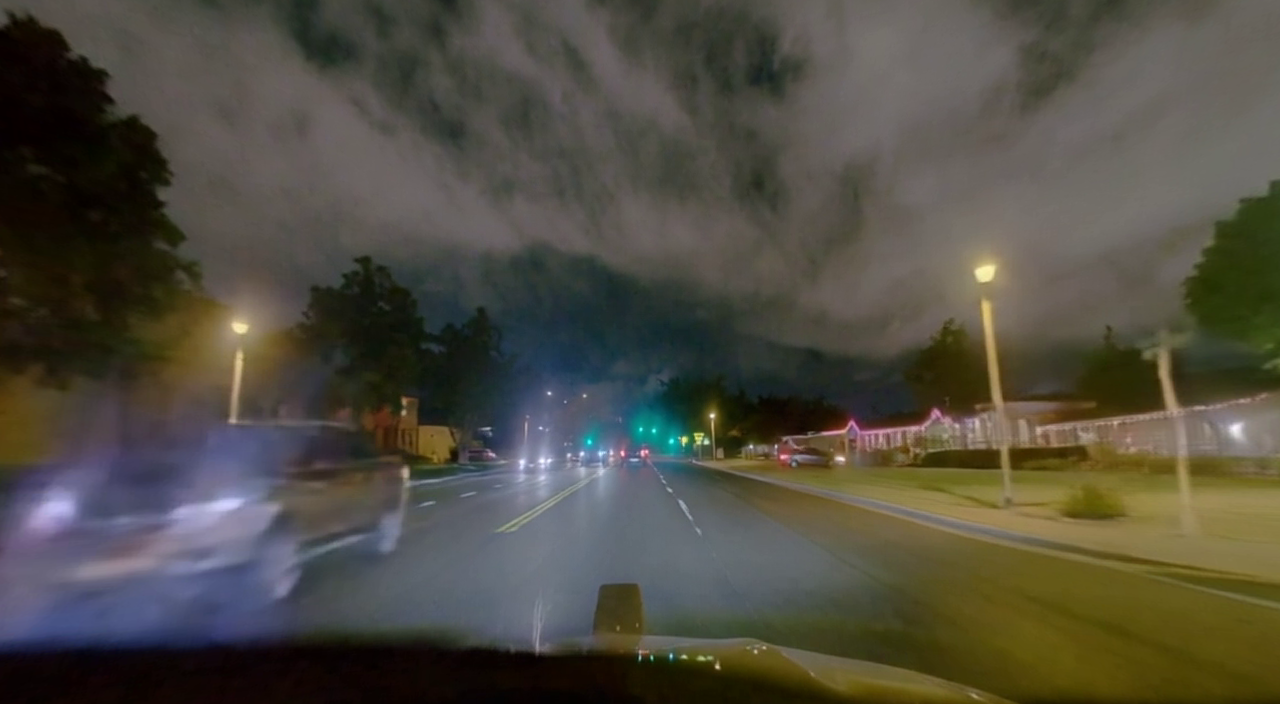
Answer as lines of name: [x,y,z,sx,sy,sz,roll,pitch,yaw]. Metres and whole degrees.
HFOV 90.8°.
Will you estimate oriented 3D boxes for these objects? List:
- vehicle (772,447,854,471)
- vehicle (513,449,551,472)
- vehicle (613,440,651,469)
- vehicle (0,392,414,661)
vehicle: [11.100,6.887,40.818,4.697,1.462,1.881,0,-8,-2]
vehicle: [-7.502,7.538,44.046,1.961,1.510,3.827,0,-9,0]
vehicle: [-0.474,7.398,45.591,2.554,1.902,5.329,0,-9,1]
vehicle: [-4.012,1.457,6.275,1.955,1.723,4.287,0,-9,-1]
